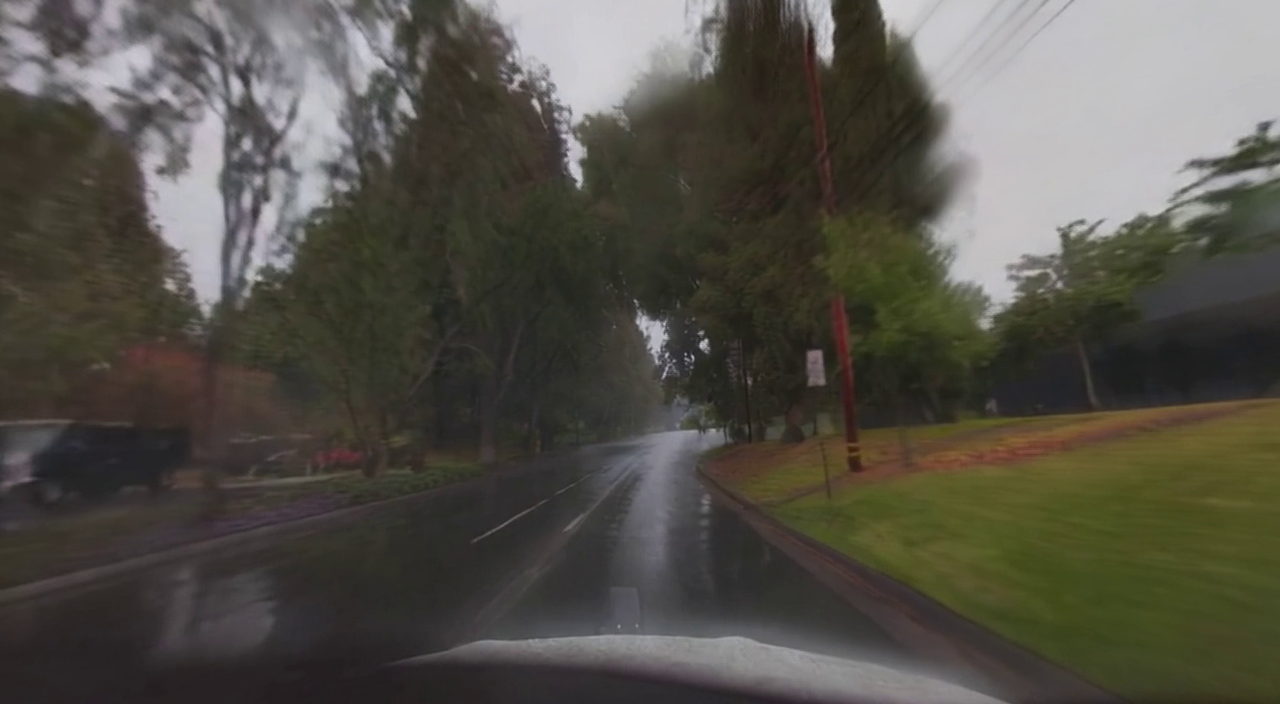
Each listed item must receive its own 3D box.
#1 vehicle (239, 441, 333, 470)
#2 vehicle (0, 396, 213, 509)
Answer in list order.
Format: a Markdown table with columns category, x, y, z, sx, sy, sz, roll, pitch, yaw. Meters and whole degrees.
| category | x | y | z | sx | sy | sz | roll | pitch | yaw |
| --- | --- | --- | --- | --- | --- | --- | --- | --- | --- |
| vehicle | -19.612 | 5.724 | 34.887 | 4.187 | 1.510 | 1.857 | 7 | -11 | -39 |
| vehicle | -18.587 | 3.344 | 21.680 | 2.739 | 3.171 | 7.030 | -3 | -7 | 0 |
